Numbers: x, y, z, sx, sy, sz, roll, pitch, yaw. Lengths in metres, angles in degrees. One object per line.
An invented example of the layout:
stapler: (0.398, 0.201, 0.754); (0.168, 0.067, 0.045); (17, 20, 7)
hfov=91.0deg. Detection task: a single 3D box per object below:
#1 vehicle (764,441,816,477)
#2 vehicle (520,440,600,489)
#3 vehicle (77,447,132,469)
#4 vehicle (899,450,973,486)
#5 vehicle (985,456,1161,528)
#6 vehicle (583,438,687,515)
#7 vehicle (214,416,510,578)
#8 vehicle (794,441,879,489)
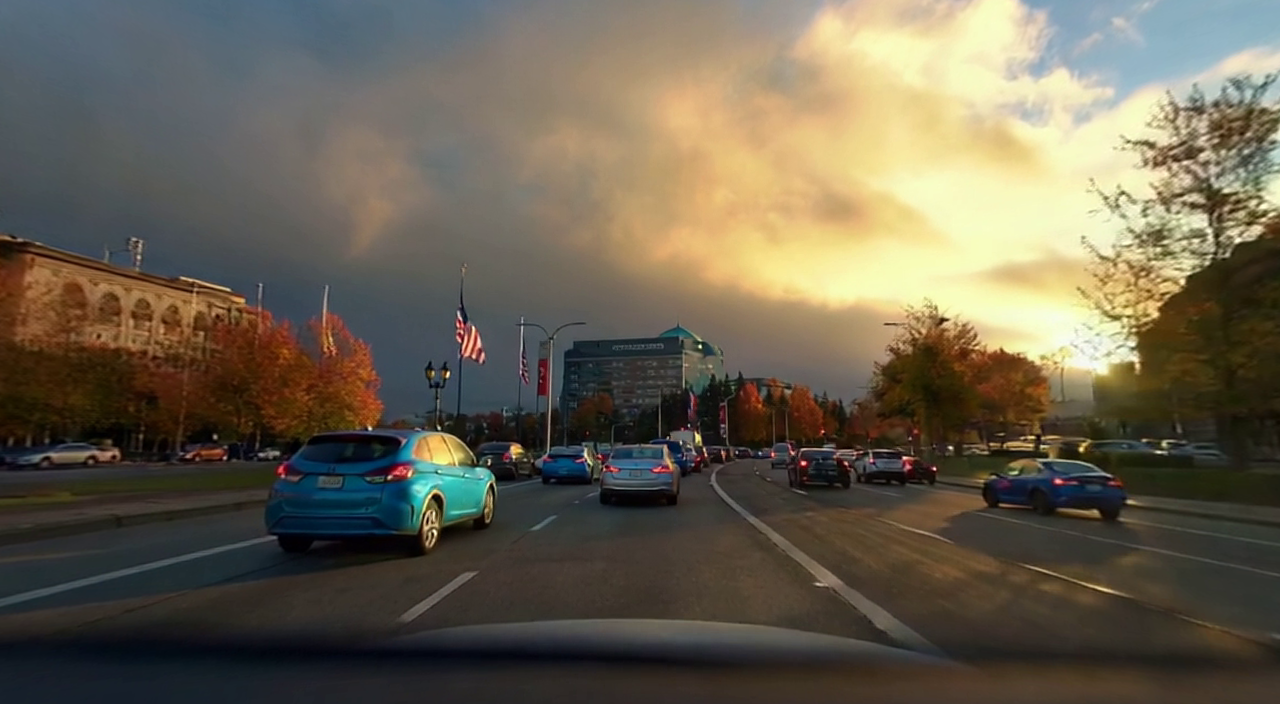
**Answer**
vehicle: (8.105, 5.818, 34.478); (2.017, 1.746, 4.727); (0, -9, 4)
vehicle: (-2.764, 4.037, 22.922); (1.974, 1.549, 4.603); (0, -9, 5)
vehicle: (-39.890, 7.847, 46.893); (3.667, 1.465, 1.735); (-4, -6, 24)
vehicle: (15.717, 6.159, 33.698); (2.087, 1.745, 4.673); (0, -9, 6)
vehicle: (10.594, 3.401, 15.798); (1.749, 1.481, 3.808); (0, -9, 1)
vehicle: (0.007, 2.847, 14.925); (2.090, 1.506, 4.276); (0, -9, 3)
vehicle: (-3.321, 1.823, 8.682); (1.988, 1.635, 4.260); (0, -9, 2)
vehicle: (7.020, 4.066, 22.977); (1.944, 1.544, 4.301); (0, -9, 3)
